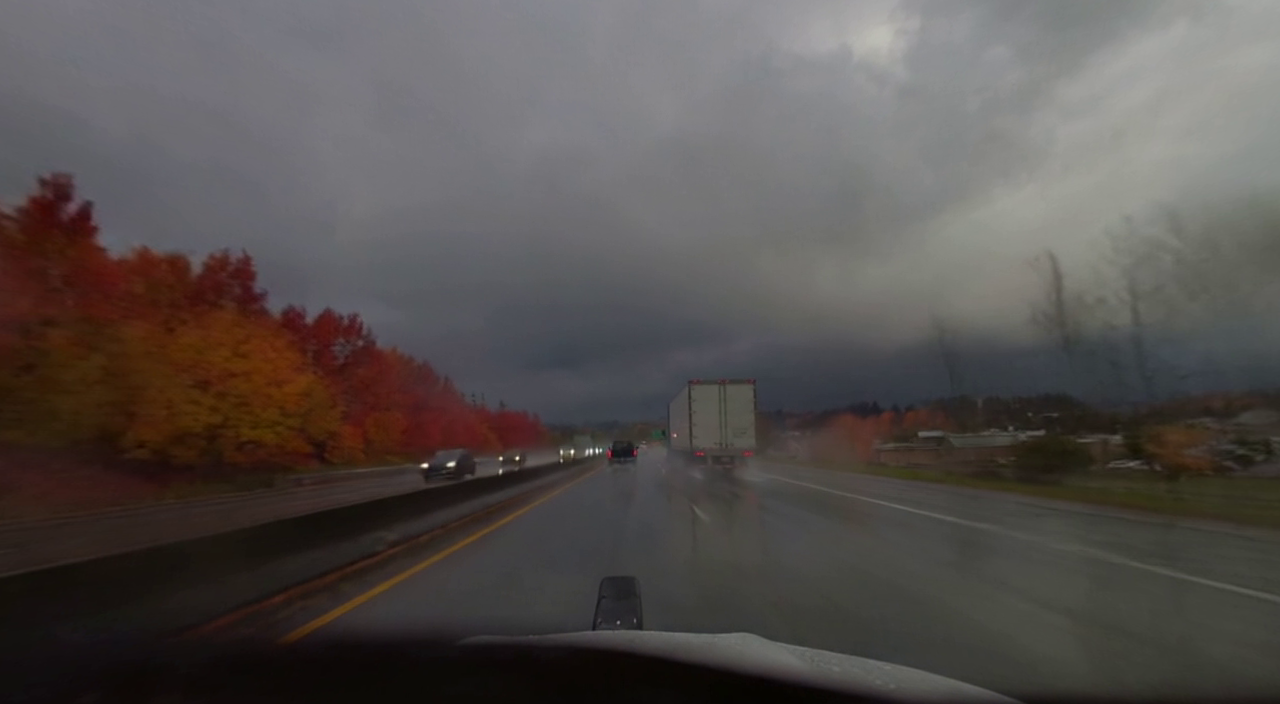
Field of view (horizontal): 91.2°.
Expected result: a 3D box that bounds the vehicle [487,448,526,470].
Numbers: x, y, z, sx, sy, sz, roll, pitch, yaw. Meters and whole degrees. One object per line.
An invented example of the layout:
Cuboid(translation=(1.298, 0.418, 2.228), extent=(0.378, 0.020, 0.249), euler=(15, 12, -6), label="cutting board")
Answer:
Cuboid(translation=(-9.985, 8.036, 47.137), extent=(1.897, 1.536, 4.395), euler=(-1, -9, 0), label="vehicle")

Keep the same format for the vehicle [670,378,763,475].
Cuboid(translation=(3.540, 4.171, 33.364), extent=(3.068, 4.042, 13.787), euler=(0, -9, -1), label="vehicle")

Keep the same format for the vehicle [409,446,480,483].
Cuboid(translation=(-9.062, 5.247, 29.479), extent=(1.998, 1.566, 4.092), euler=(-1, -9, 1), label="vehicle")

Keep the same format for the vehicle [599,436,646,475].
Cuboid(translation=(-0.800, 4.993, 30.430), extent=(2.151, 1.693, 4.201), euler=(-1, -9, 0), label="vehicle")
